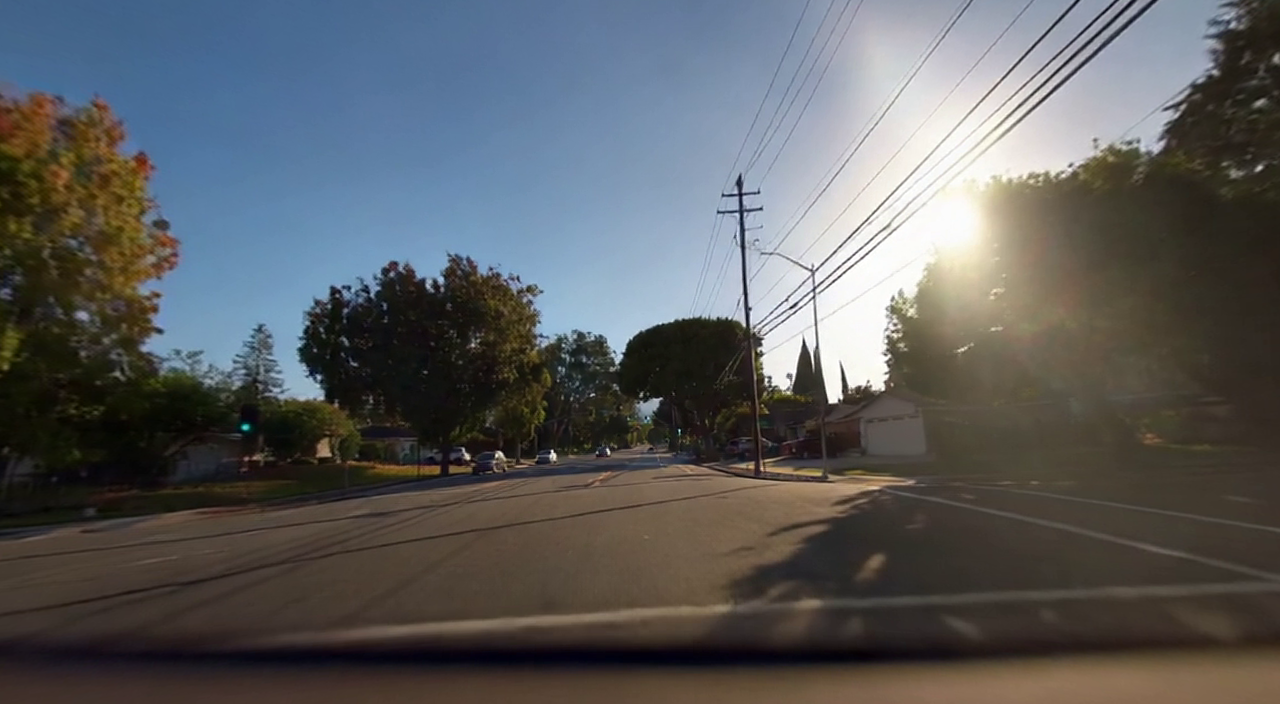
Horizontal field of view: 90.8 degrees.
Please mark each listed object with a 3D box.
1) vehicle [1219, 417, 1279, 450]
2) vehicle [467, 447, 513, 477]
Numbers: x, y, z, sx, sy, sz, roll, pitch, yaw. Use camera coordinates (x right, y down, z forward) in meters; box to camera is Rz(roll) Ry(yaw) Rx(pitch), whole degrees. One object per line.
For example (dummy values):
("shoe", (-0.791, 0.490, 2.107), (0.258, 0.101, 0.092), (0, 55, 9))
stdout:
("vehicle", (34.305, 4.389, 33.910), (2.031, 1.661, 4.509), (0, -8, -3))
("vehicle", (-10.823, 7.920, 45.840), (2.024, 1.795, 5.054), (-6, -8, -1))
